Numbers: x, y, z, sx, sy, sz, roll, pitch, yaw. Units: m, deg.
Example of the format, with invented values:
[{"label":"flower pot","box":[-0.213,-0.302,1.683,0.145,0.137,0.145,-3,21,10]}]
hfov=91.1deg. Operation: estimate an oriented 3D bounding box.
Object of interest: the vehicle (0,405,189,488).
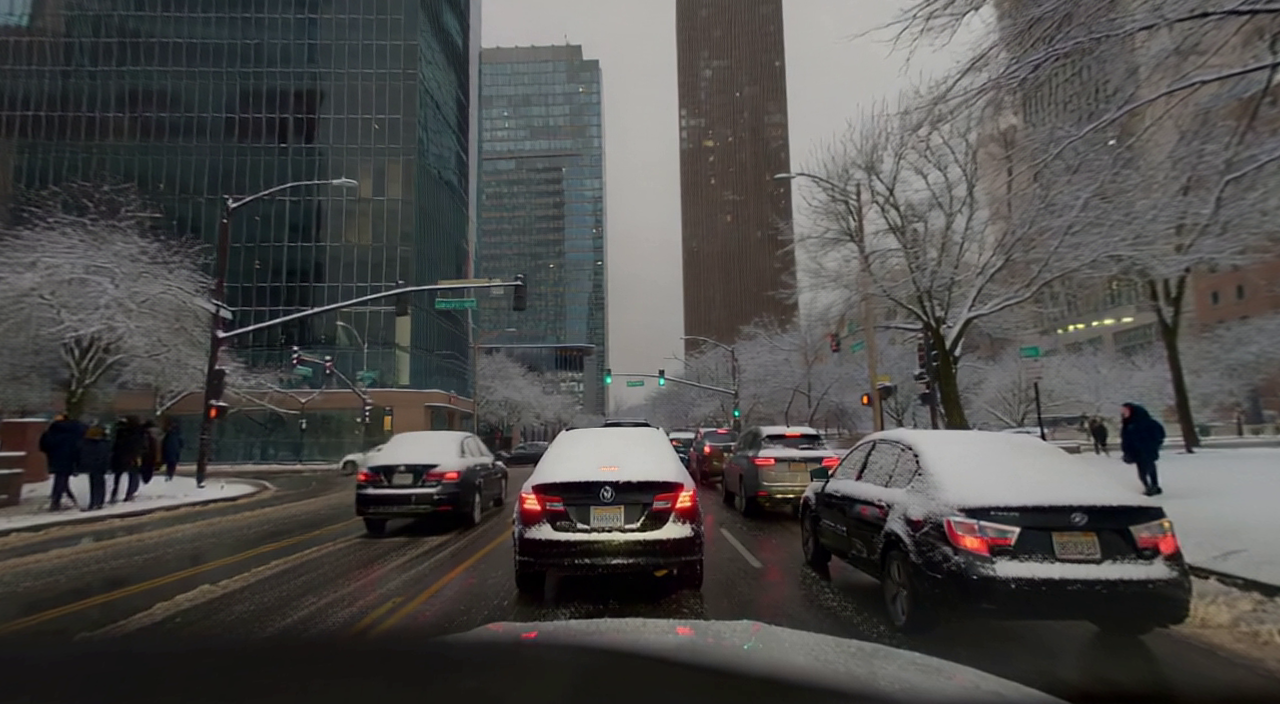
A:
[{"label":"vehicle","box":[-26.499,4.344,29.054,8.989,3.623,2.884,0,-8,2]}]

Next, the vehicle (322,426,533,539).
[{"label":"vehicle","box":[-3.254,2.082,10.701,2.068,1.513,4.221,0,-8,1]}]

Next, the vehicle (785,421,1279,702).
[{"label":"vehicle","box":[2.754,1.411,5.459,1.952,1.464,4.165,0,-8,-1]}]

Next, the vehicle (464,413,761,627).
[{"label":"vehicle","box":[-0.262,1.477,6.504,2.072,1.476,4.078,0,-8,-2]}]
